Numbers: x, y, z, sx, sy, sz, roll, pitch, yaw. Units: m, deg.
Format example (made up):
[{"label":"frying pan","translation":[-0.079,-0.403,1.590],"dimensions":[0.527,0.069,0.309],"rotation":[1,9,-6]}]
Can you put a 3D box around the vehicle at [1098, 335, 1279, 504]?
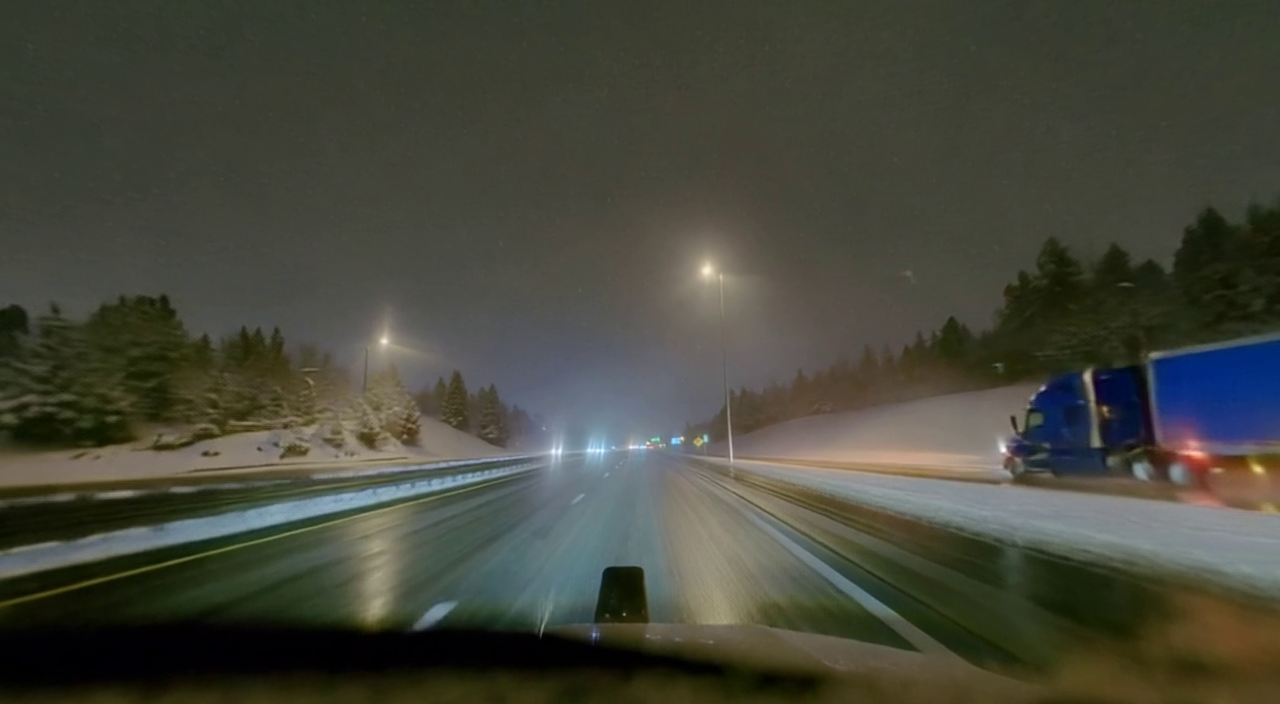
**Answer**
[{"label":"vehicle","translation":[17.834,1.287,13.145],"dimensions":[3.395,4.178,16.548],"rotation":[0,-8,-3]}]
